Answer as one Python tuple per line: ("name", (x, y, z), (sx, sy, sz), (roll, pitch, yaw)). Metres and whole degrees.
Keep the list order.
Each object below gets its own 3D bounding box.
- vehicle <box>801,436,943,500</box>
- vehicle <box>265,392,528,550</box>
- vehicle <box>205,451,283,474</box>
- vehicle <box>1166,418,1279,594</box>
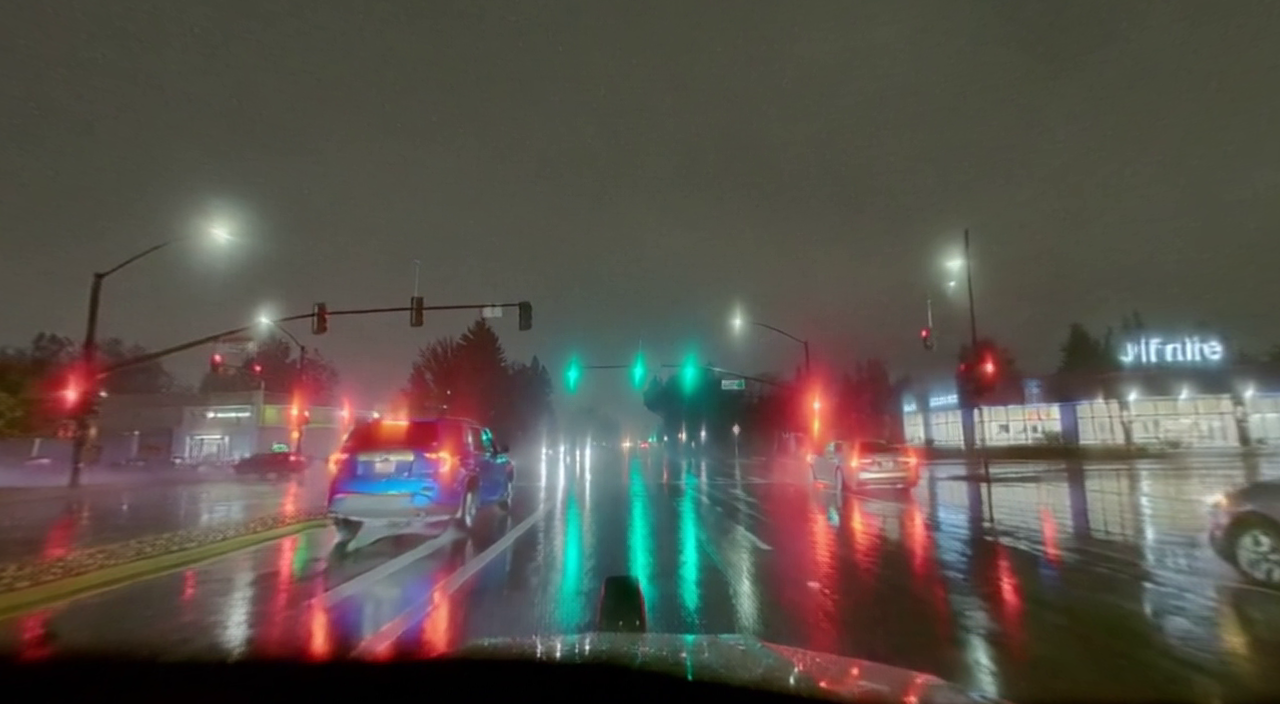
("vehicle", (6.069, 3.076, 17.274), (1.972, 1.476, 4.775), (0, -8, -2))
("vehicle", (-3.365, 1.798, 10.163), (2.313, 1.883, 5.016), (0, -8, -1))
("vehicle", (-28.640, 7.968, 45.737), (4.495, 1.473, 1.813), (7, -11, -40))
("vehicle", (6.712, 1.167, 4.288), (2.014, 1.539, 4.852), (0, -8, -1))
